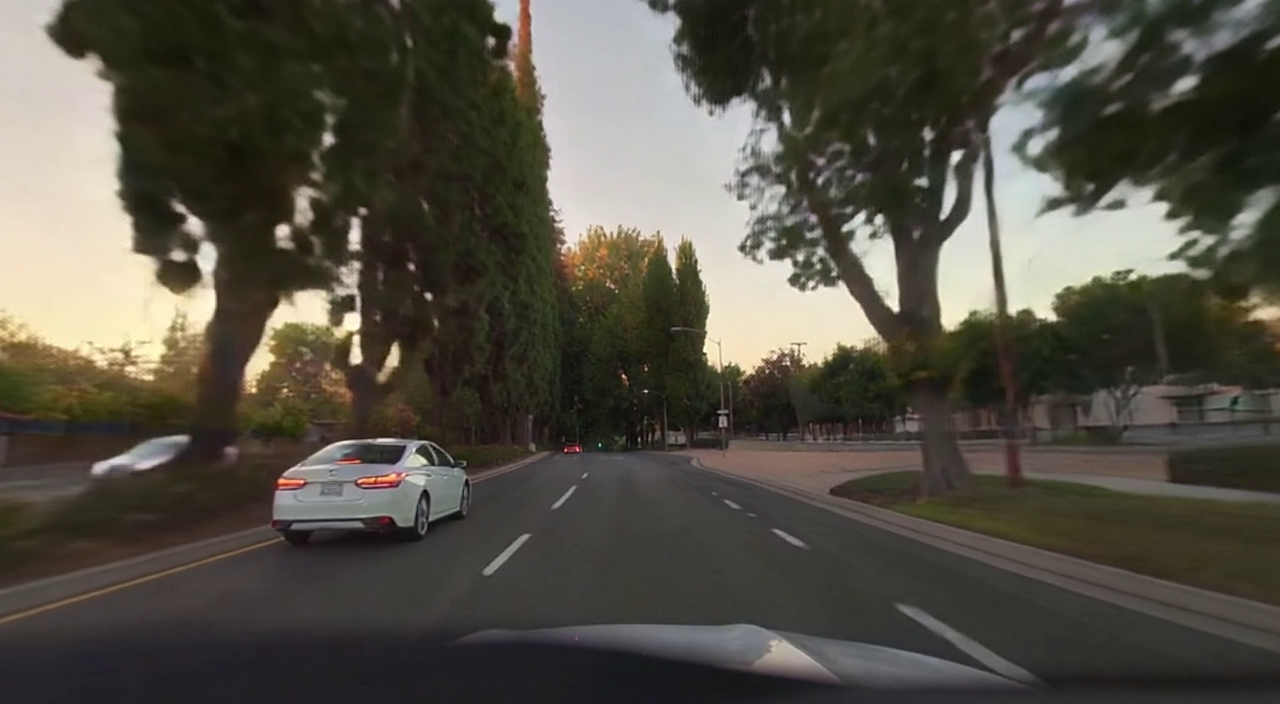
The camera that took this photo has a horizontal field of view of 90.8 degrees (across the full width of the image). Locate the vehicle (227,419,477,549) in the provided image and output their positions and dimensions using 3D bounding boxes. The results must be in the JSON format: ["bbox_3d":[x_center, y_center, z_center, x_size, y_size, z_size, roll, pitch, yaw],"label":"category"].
[{"bbox_3d":[-3.989,1.882,9.722,1.915,1.521,4.283,0,-8,-2],"label":"vehicle"}]

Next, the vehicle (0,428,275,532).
[{"bbox_3d":[-9.453,2.359,12.332,2.084,1.521,4.669,-3,-8,-3],"label":"vehicle"}]
